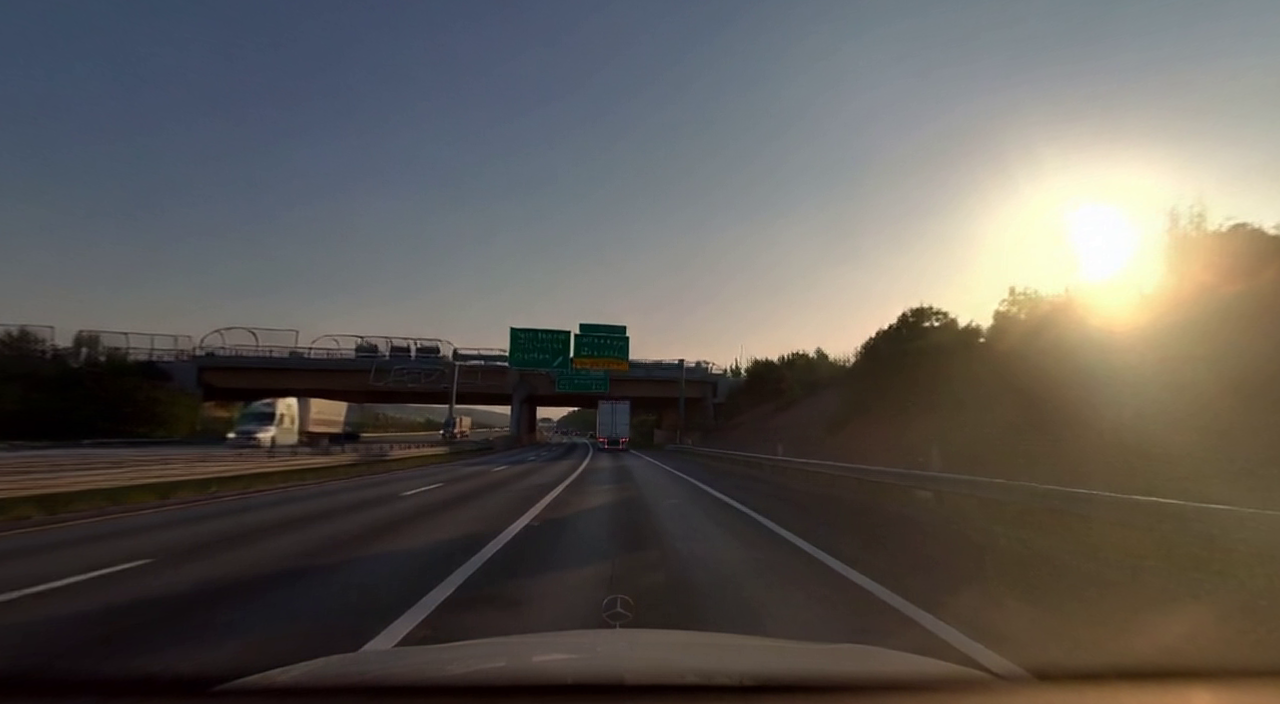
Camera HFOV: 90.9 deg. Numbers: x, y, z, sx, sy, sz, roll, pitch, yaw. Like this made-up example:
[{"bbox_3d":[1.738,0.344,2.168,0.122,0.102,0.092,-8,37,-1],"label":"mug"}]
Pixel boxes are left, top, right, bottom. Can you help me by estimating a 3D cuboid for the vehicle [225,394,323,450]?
[{"bbox_3d":[-25.642,5.029,44.636,3.431,3.680,6.045,1,-8,-4],"label":"vehicle"}]
